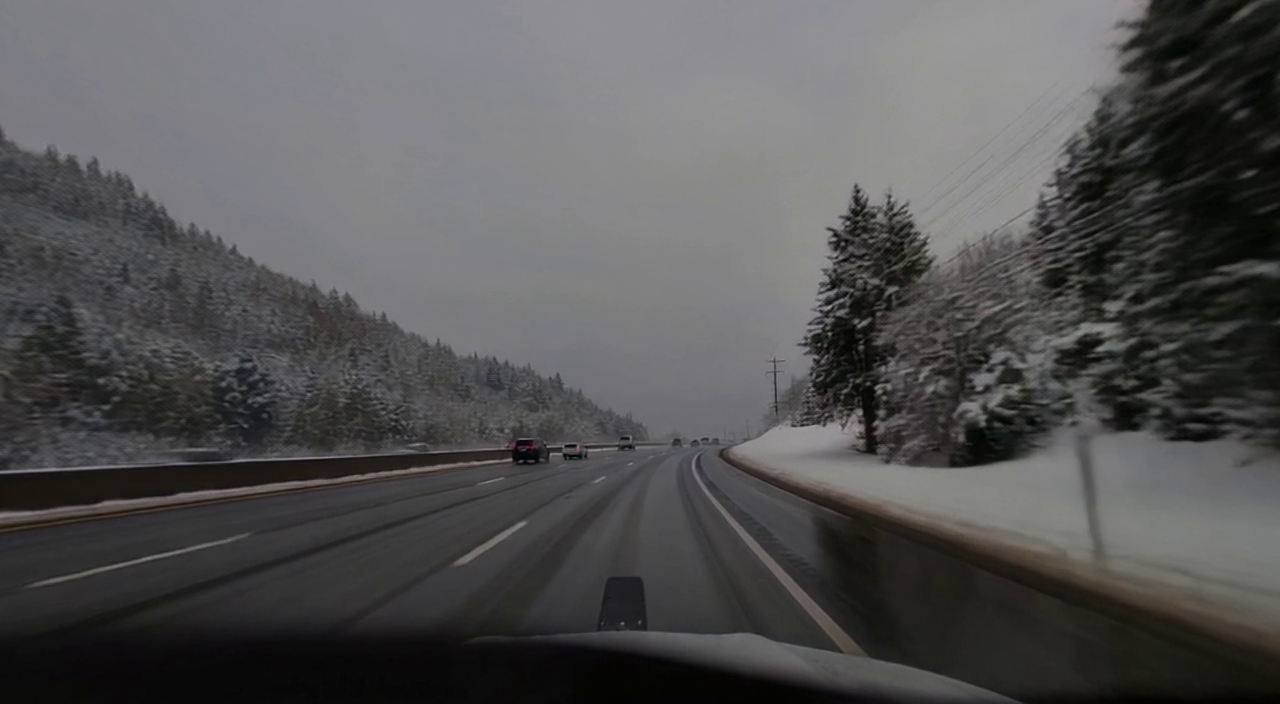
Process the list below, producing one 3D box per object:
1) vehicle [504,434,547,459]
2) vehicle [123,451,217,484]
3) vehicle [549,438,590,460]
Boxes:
[{"bbox_3d":[-8.532,7.105,47.195,2.063,1.743,4.392,-1,-9,6],"label":"vehicle"},{"bbox_3d":[-21.599,5.298,29.007,1.512,1.353,3.443,-1,-8,4],"label":"vehicle"},{"bbox_3d":[-4.913,6.901,44.635,2.010,1.489,4.456,-1,-9,5],"label":"vehicle"}]
